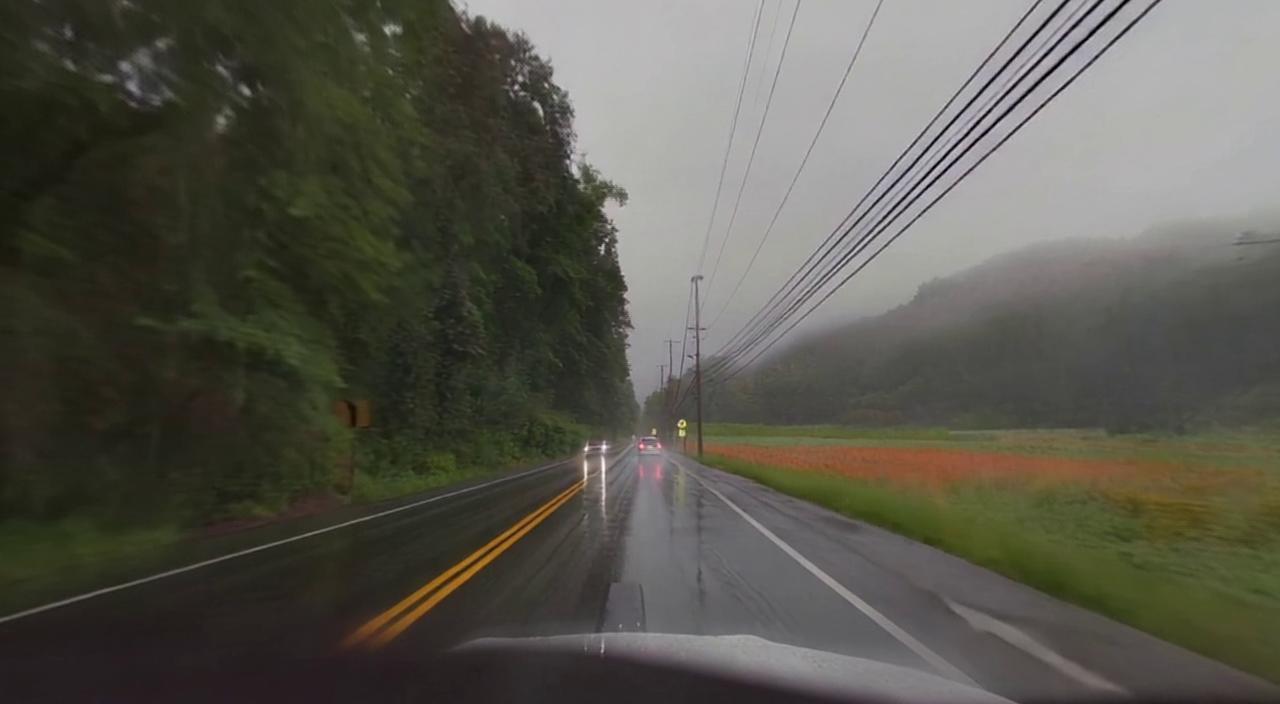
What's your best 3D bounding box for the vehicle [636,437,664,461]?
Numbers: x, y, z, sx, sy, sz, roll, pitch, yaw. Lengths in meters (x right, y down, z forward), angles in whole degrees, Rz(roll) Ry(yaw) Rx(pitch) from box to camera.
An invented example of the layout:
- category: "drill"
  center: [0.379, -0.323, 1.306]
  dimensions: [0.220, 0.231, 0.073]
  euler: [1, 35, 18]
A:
- category: "vehicle"
  center: [0.823, 7.619, 49.688]
  dimensions: [2.083, 1.767, 4.448]
  euler: [0, -9, 2]
